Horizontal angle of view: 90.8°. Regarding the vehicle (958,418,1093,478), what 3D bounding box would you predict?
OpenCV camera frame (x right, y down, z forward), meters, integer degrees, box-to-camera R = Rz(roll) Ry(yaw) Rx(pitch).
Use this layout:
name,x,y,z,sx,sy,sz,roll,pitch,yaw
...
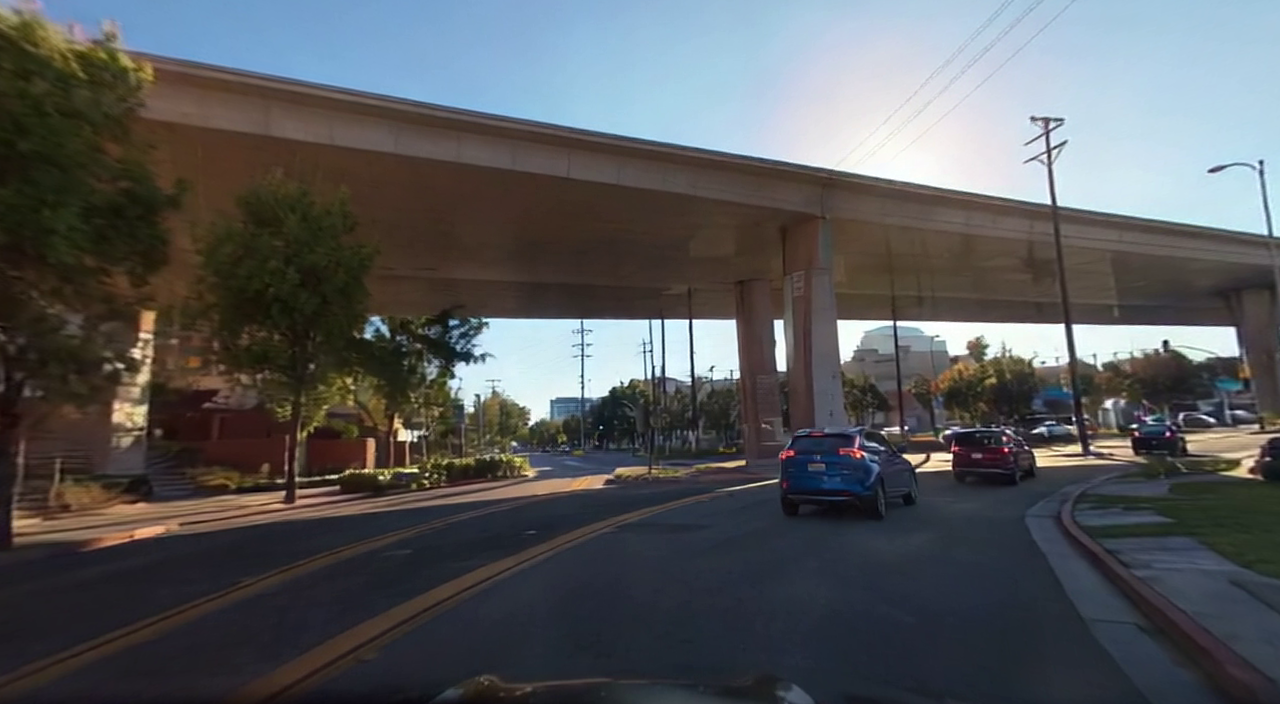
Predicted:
name,x,y,z,sx,sy,sz,roll,pitch,yaw
vehicle,13.617,3.358,22.233,4.771,1.885,2.241,6,-10,-36

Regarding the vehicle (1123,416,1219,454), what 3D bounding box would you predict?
name,x,y,z,sx,sy,sz,roll,pitch,yaw
vehicle,25.842,4.062,30.742,4.310,1.762,1.995,4,-10,-28

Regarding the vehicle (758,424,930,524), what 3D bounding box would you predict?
name,x,y,z,sx,sy,sz,roll,pitch,yaw
vehicle,4.247,2.310,12.607,2.087,1.578,4.652,-6,-10,32
